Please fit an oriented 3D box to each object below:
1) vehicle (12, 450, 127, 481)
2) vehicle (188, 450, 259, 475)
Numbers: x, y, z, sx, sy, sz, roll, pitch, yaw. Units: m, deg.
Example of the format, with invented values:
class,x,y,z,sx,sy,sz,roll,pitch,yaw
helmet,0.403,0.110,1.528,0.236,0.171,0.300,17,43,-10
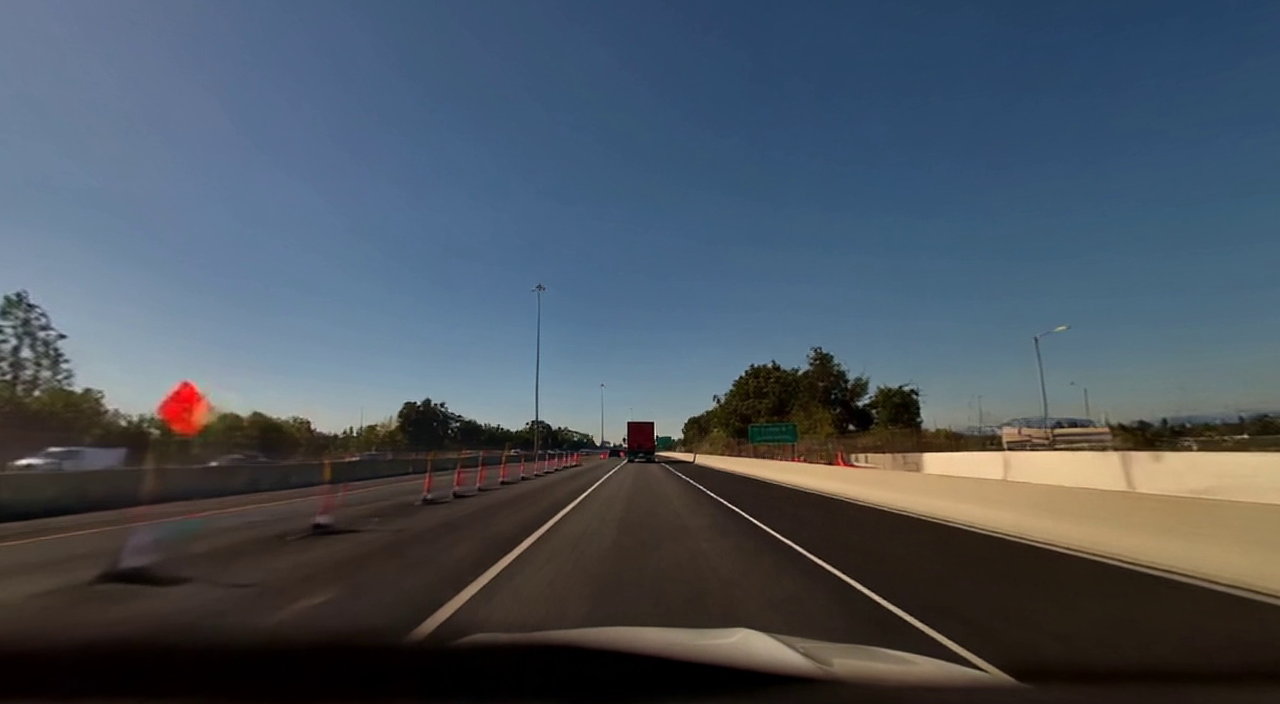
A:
class,x,y,z,sx,sy,sz,roll,pitch,yaw
vehicle,-33.351,6.617,37.067,2.119,1.659,4.960,0,-9,-1
vehicle,-26.872,7.139,40.805,1.862,1.525,3.987,0,-9,0
